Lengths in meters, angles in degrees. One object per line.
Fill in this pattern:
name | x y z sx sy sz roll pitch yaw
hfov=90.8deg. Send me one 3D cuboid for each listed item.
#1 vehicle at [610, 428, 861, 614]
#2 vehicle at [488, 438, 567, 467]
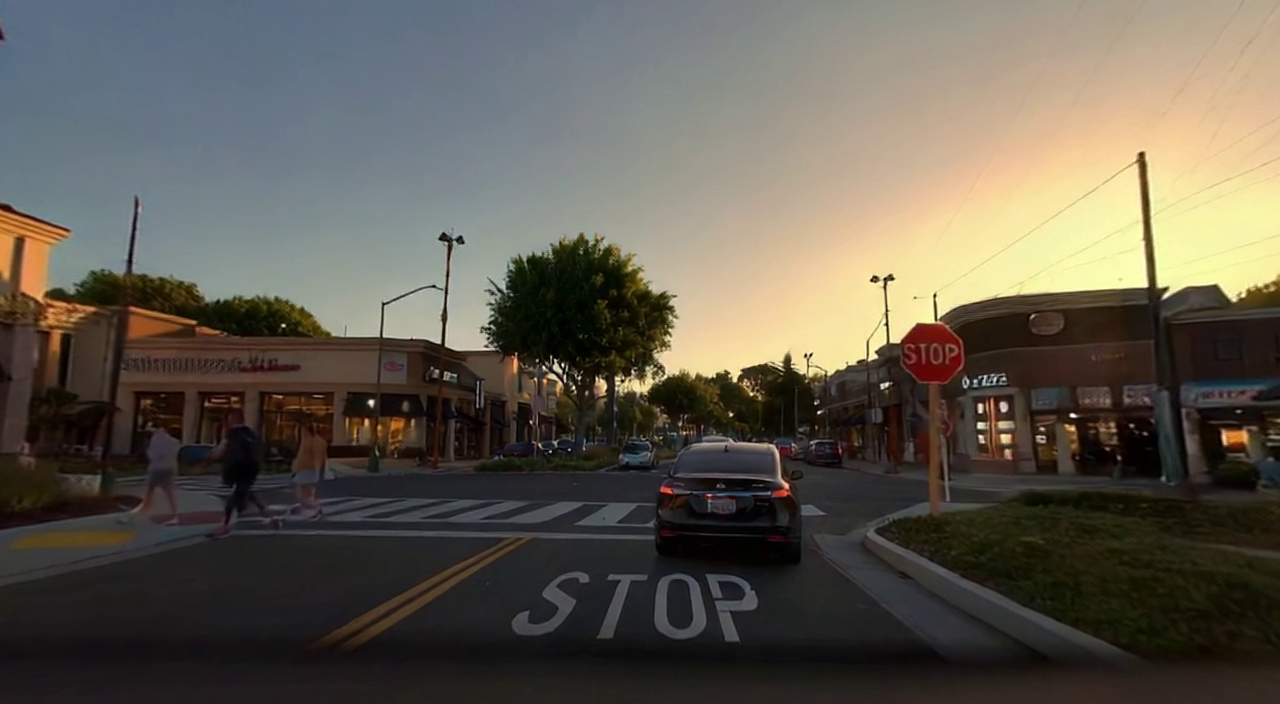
vehicle | 0.935 1.677 7.211 2.031 1.479 3.969 -1 -9 5
vehicle | -7.089 6.368 40.075 4.529 1.682 1.895 6 -11 -36
